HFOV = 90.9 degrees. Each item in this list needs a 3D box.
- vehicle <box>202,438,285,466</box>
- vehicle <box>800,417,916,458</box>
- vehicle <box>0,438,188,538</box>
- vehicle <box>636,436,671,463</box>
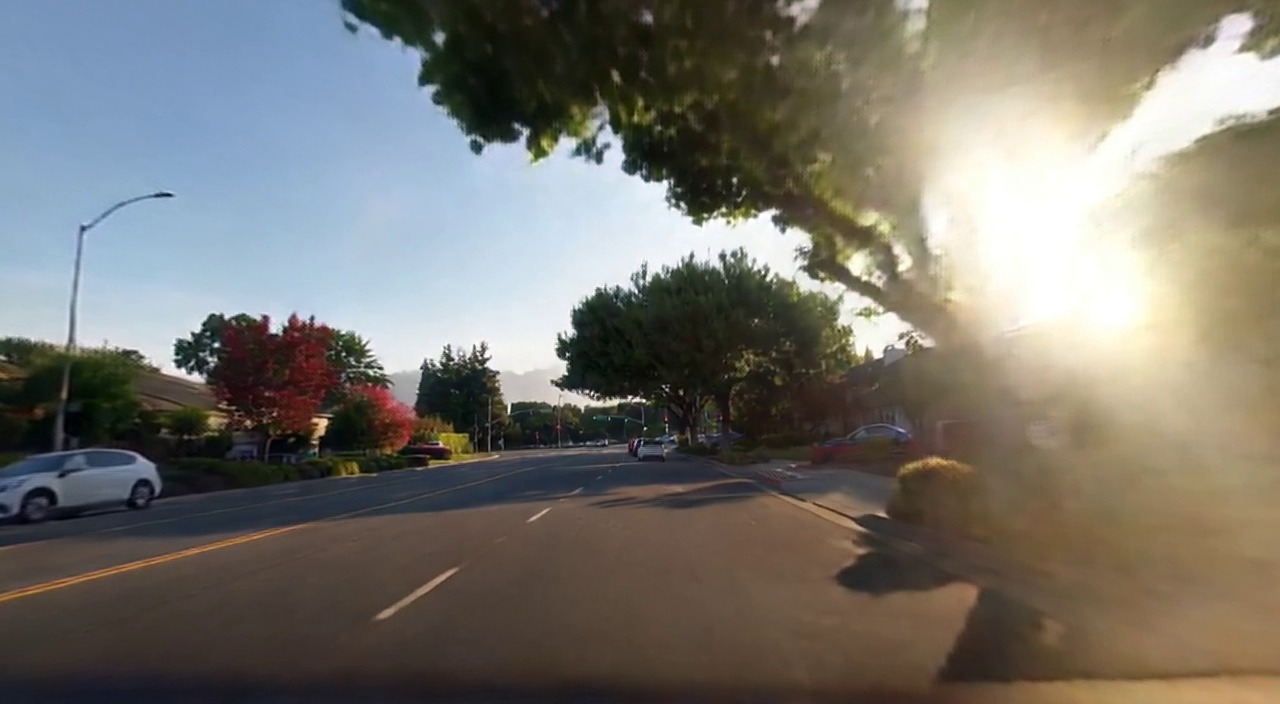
[{"bbox_3d":[-28.197,7.059,44.803,5.100,1.864,2.490,-4,-9,25],"label":"vehicle"},{"bbox_3d":[10.442,4.142,30.455,4.746,1.485,1.916,-5,-8,0],"label":"vehicle"},{"bbox_3d":[-14.095,3.180,15.368,2.337,1.850,5.448,-4,-6,-2],"label":"vehicle"},{"bbox_3d":[0.858,6.070,39.356,2.088,1.607,3.903,0,-8,2],"label":"vehicle"}]
